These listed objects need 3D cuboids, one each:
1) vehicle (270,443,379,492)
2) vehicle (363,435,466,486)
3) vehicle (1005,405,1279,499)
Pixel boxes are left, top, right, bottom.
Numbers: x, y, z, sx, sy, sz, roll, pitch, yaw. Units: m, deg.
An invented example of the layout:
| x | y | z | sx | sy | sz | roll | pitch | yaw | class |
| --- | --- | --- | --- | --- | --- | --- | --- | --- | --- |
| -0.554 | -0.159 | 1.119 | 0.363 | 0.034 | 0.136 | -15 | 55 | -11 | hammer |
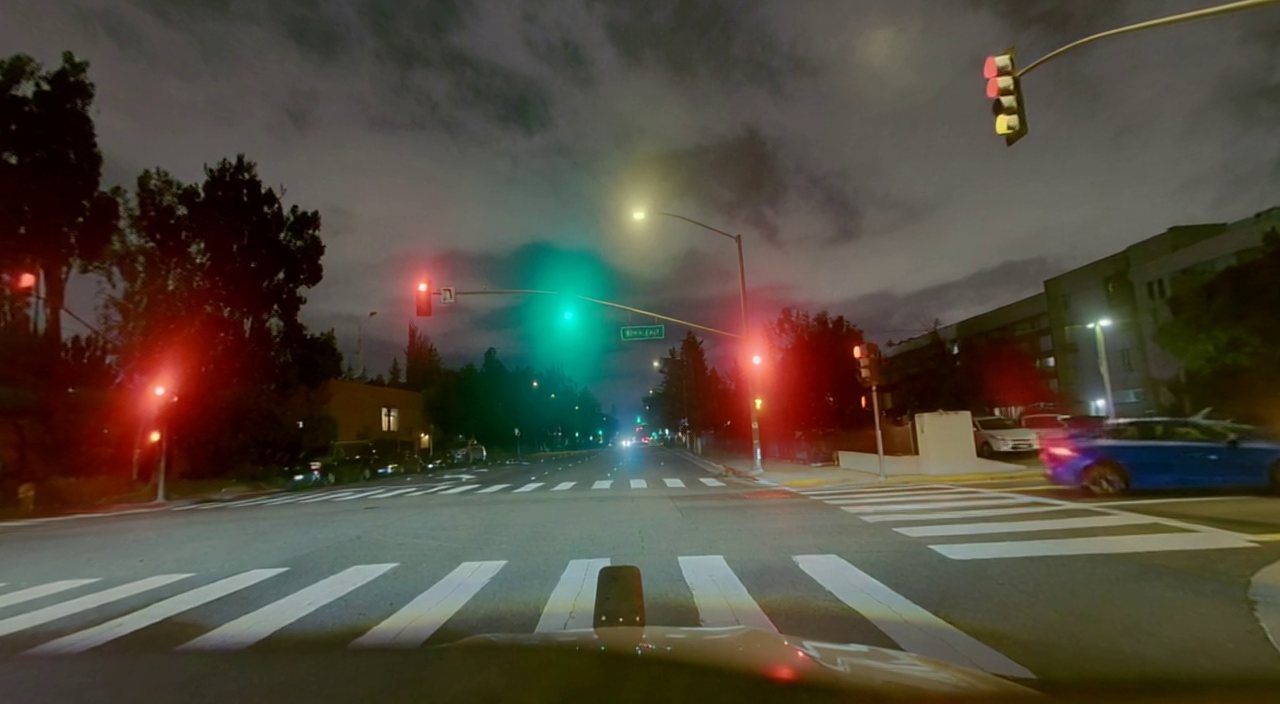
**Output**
| x | y | z | sx | sy | sz | roll | pitch | yaw | class |
| --- | --- | --- | --- | --- | --- | --- | --- | --- | --- |
| -13.787 | 5.063 | 28.065 | 2.306 | 1.957 | 4.968 | 0 | -9 | -1 | vehicle |
| -10.129 | 4.922 | 28.989 | 2.664 | 1.940 | 5.702 | -4 | -9 | -1 | vehicle |
| 9.462 | 1.801 | 11.457 | 4.592 | 1.470 | 2.071 | -4 | -9 | 22 | vehicle |
